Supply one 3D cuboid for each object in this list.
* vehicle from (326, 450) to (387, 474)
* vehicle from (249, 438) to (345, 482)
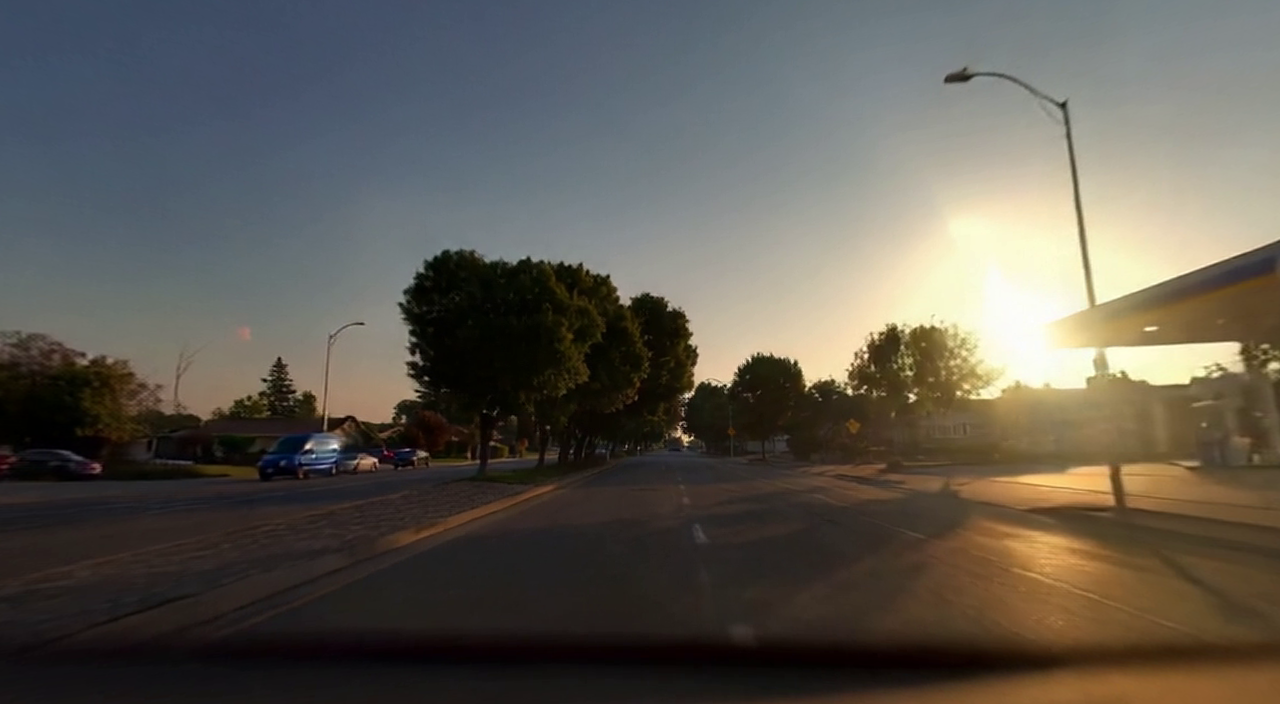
[{"bbox_3d":[-18.545,7.203,41.491,1.829,1.462,4.463,0,-9,1],"label":"vehicle"},{"bbox_3d":[-18.889,5.929,35.183,2.216,2.161,5.522,-3,-8,0],"label":"vehicle"}]
